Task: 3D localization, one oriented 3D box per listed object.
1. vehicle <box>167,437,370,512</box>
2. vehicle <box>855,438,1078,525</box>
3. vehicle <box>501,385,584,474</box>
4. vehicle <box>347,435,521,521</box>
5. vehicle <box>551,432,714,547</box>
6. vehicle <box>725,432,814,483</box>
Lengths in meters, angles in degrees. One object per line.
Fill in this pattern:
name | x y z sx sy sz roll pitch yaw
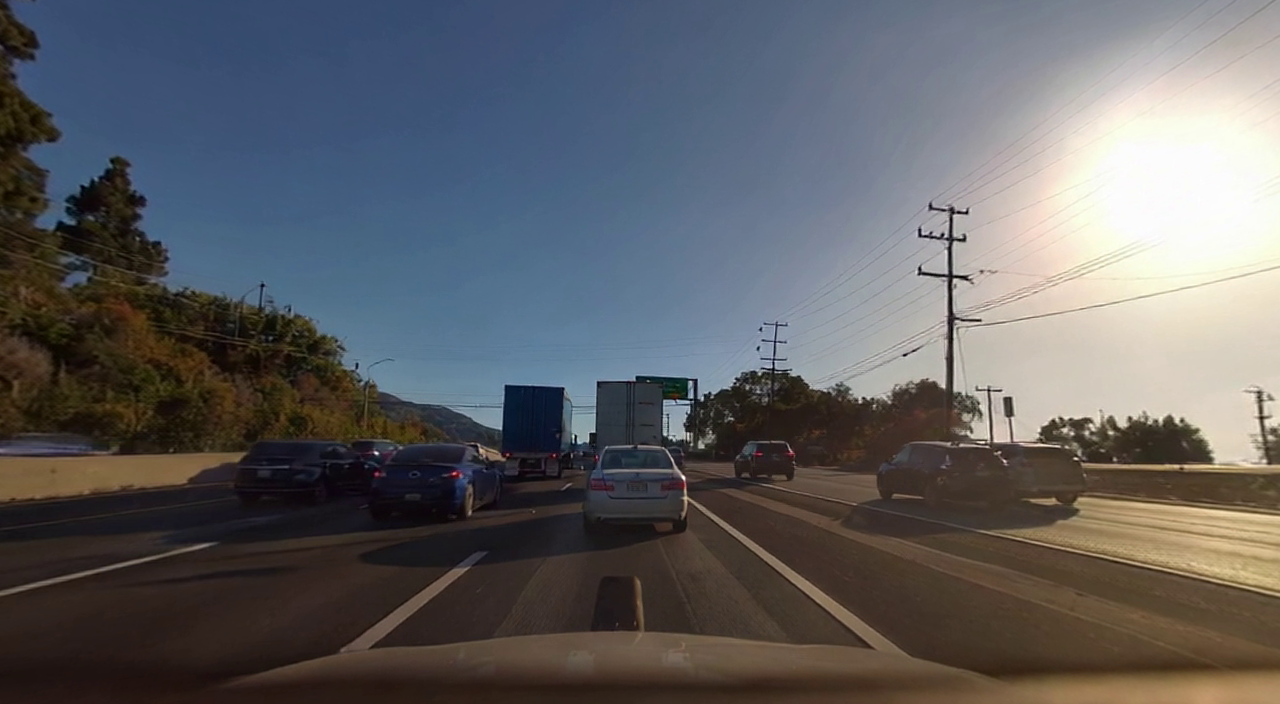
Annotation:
vehicle | -8.326 2.766 14.817 2.008 1.454 4.693 0 -9 -2
vehicle | 6.138 2.453 12.577 1.878 1.406 4.164 1 -9 -6
vehicle | -5.480 5.102 39.480 3.150 4.298 17.928 0 -9 -3
vehicle | -3.997 2.542 13.360 2.090 1.463 4.968 0 -9 -1
vehicle | -0.202 2.096 10.288 2.112 1.463 4.012 0 -9 -3
vehicle | 4.654 3.869 23.338 2.023 1.676 4.002 1 -9 -7
